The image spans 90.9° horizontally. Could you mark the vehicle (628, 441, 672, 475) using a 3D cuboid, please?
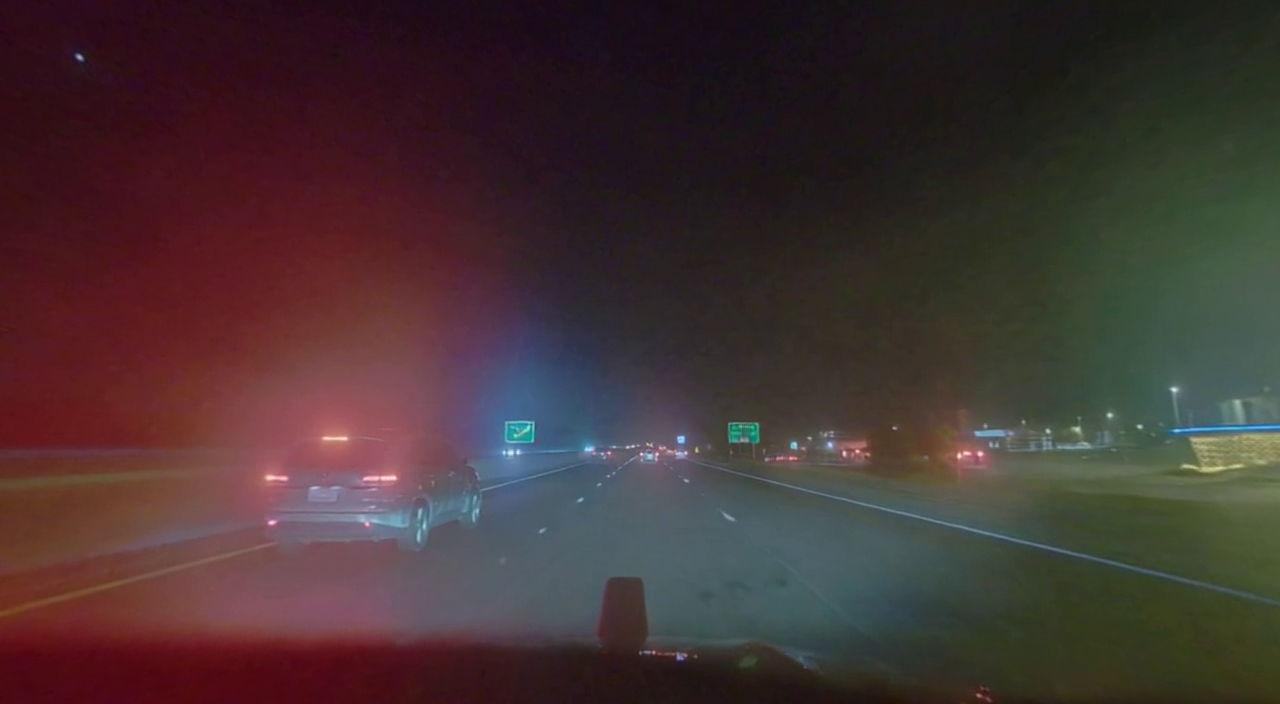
[{"bbox_3d":[0.454,5.170,31.076,2.000,1.558,3.945,0,-8,0],"label":"vehicle"}]

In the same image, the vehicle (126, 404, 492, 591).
[{"bbox_3d":[-3.691,1.721,8.357,2.239,1.761,4.620,0,-8,1],"label":"vehicle"}]

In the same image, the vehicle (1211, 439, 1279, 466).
[{"bbox_3d":[49.196,7.876,49.704,6.054,1.882,2.157,-3,-9,0],"label":"vehicle"}]
